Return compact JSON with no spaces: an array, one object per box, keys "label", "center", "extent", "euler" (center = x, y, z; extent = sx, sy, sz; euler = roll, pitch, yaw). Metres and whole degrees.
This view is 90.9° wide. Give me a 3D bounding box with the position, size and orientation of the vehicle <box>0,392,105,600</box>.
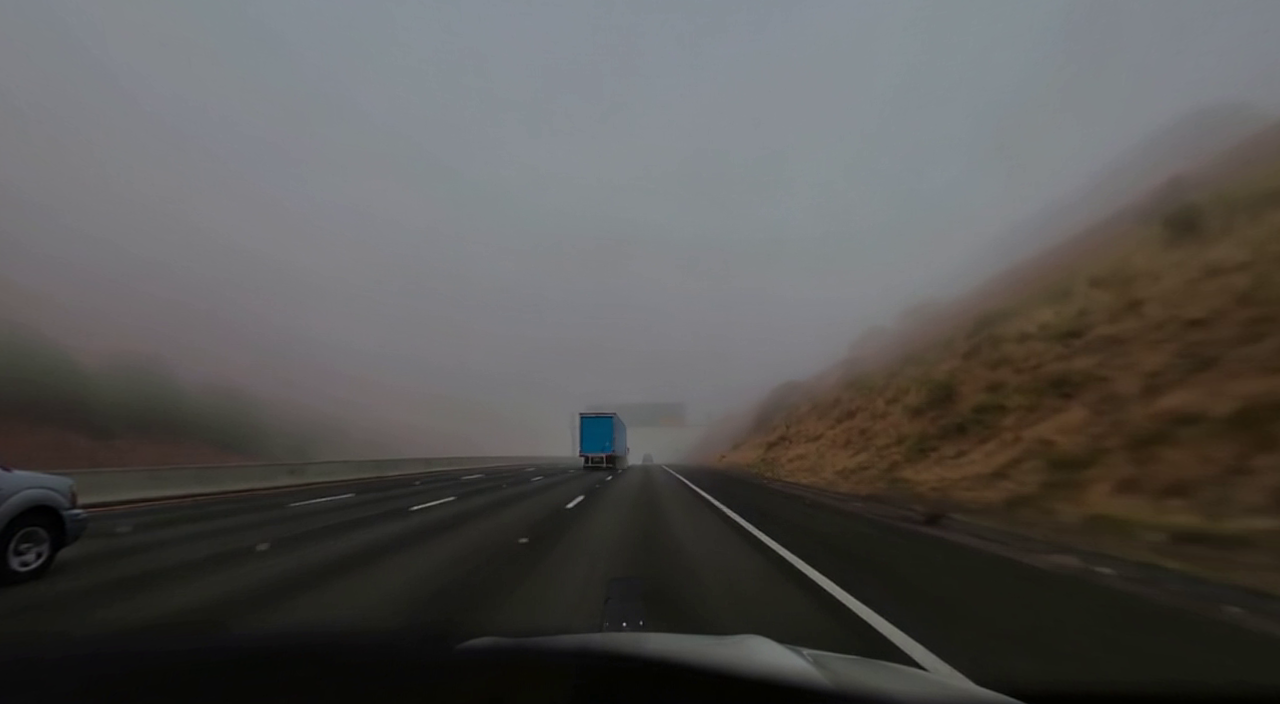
[{"label":"vehicle","center":[-6.880,1.064,4.081],"extent":[2.175,1.860,5.236],"euler":[0,-8,1]}]
